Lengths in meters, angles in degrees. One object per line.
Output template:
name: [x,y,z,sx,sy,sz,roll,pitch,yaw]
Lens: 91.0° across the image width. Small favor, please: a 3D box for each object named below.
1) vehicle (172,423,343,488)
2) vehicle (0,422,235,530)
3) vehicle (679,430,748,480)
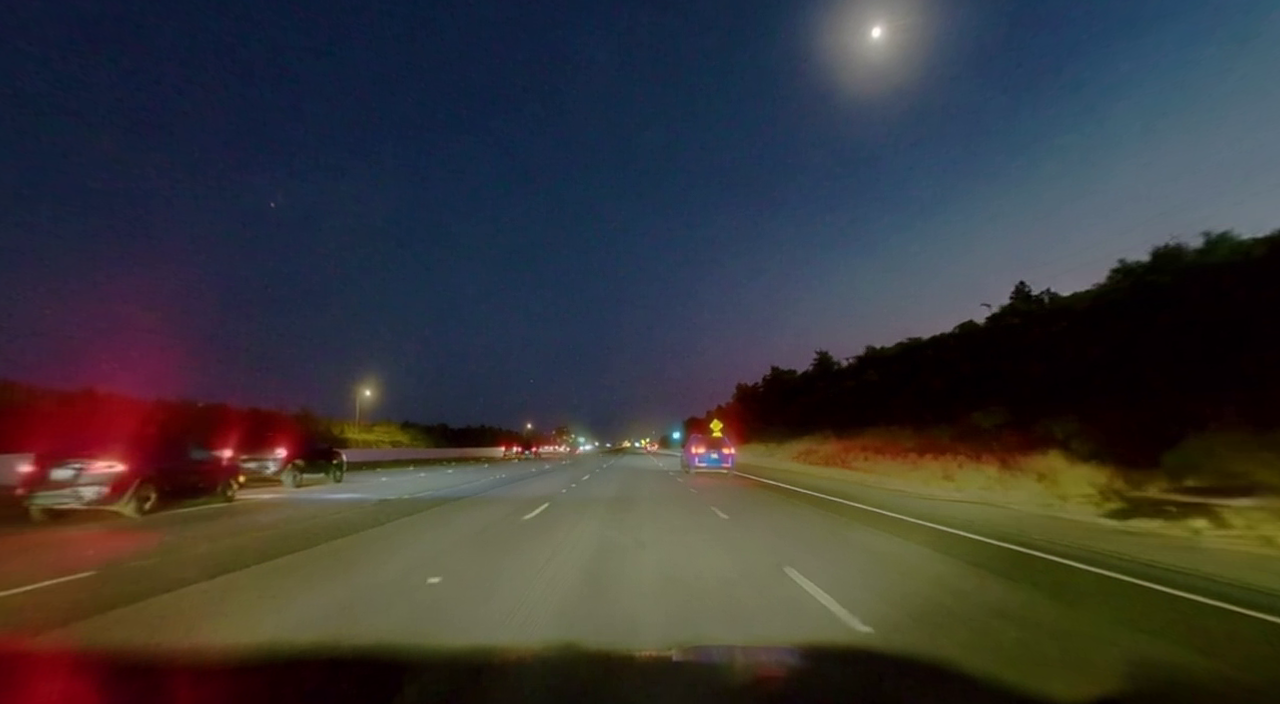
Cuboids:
vehicle: [-14.957,4.124,25.361,2.736,2.262,6.533,0,-8,0]
vehicle: [-11.273,2.524,13.427,2.137,1.873,4.687,0,-8,-1]
vehicle: [2.974,4.290,26.514,2.184,1.892,4.763,0,-8,-2]
